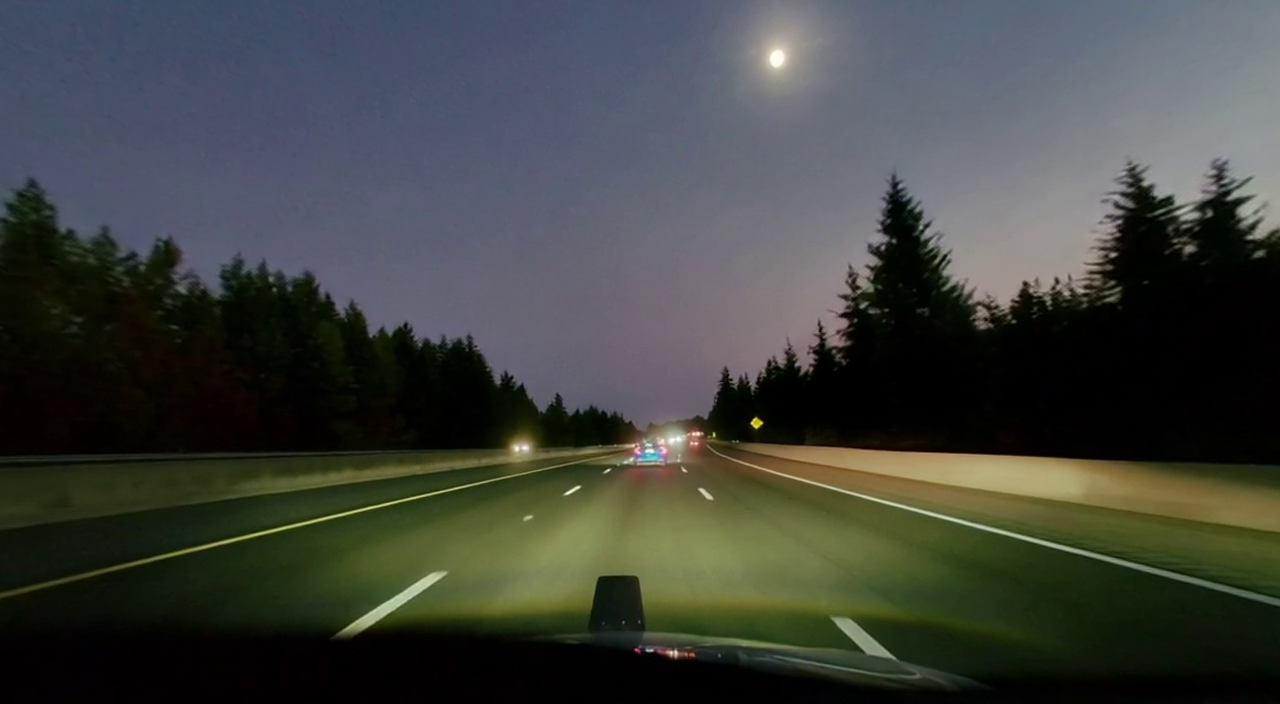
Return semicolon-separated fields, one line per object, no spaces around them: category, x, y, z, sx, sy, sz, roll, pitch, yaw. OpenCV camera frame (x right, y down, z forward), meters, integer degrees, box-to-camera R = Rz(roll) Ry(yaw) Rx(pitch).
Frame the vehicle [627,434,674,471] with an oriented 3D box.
vehicle;0.502;4.913;30.825;2.133;1.686;4.203;0;-8;1
